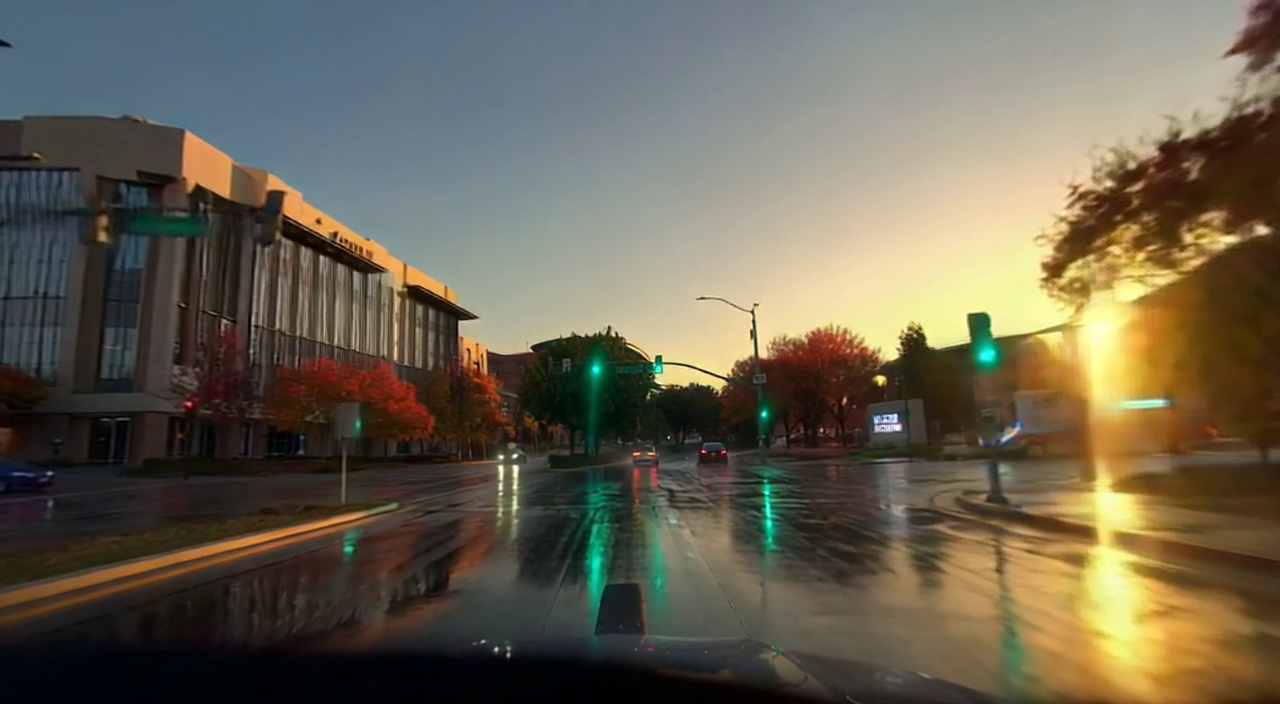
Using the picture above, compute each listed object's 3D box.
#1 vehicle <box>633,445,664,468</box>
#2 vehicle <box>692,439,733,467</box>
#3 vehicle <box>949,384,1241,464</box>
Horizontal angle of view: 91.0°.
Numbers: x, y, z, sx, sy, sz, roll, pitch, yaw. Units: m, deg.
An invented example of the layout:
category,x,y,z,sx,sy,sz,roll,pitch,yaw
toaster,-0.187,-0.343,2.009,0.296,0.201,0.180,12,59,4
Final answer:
category,x,y,z,sx,sy,sz,roll,pitch,yaw
vehicle,0.647,7.435,45.030,2.014,1.525,4.197,0,-9,3
vehicle,4.796,6.756,42.371,2.174,1.749,4.739,0,-9,-1
vehicle,21.139,3.459,29.982,10.893,3.534,3.195,-1,-9,5
